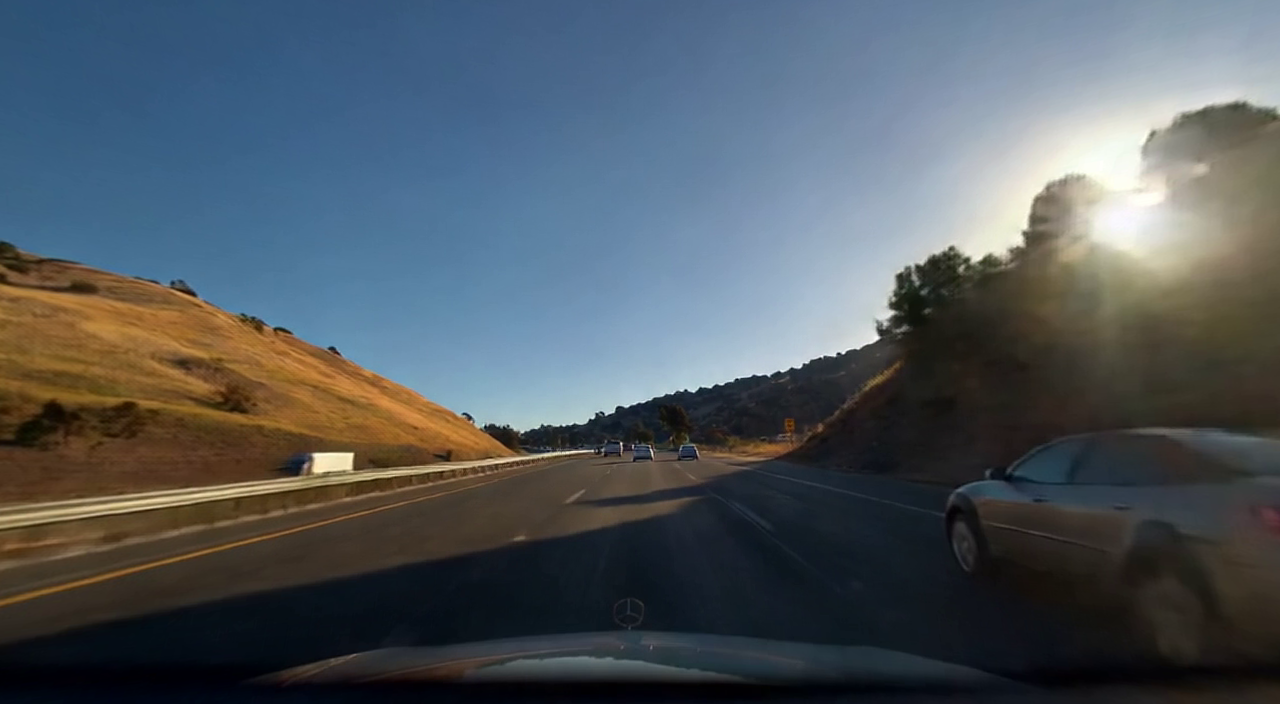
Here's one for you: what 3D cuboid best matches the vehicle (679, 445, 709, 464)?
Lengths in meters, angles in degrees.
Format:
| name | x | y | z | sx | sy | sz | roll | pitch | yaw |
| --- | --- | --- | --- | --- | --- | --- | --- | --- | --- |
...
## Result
| name | x | y | z | sx | sy | sz | roll | pitch | yaw |
| --- | --- | --- | --- | --- | --- | --- | --- | --- | --- |
| vehicle | 4.083 | 7.873 | 48.450 | 1.976 | 1.352 | 3.602 | 0 | -8 | -1 |

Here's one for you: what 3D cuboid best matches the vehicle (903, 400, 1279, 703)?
| name | x | y | z | sx | sy | sz | roll | pitch | yaw |
| --- | --- | --- | --- | --- | --- | --- | --- | --- | --- |
| vehicle | 3.788 | 1.196 | 4.329 | 2.020 | 1.500 | 4.416 | 0 | -8 | 0 |

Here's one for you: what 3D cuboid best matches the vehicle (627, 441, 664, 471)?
| name | x | y | z | sx | sy | sz | roll | pitch | yaw |
| --- | --- | --- | --- | --- | --- | --- | --- | --- | --- |
| vehicle | 0.325 | 5.888 | 36.086 | 1.986 | 1.576 | 4.312 | 0 | -8 | 0 |

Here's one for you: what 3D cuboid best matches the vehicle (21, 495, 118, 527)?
| name | x | y | z | sx | sy | sz | roll | pitch | yaw |
| --- | --- | --- | --- | --- | --- | --- | --- | --- | --- |
| vehicle | -38.890 | 10.816 | 43.201 | 1.930 | 1.634 | 5.099 | 0 | -8 | 0 |
